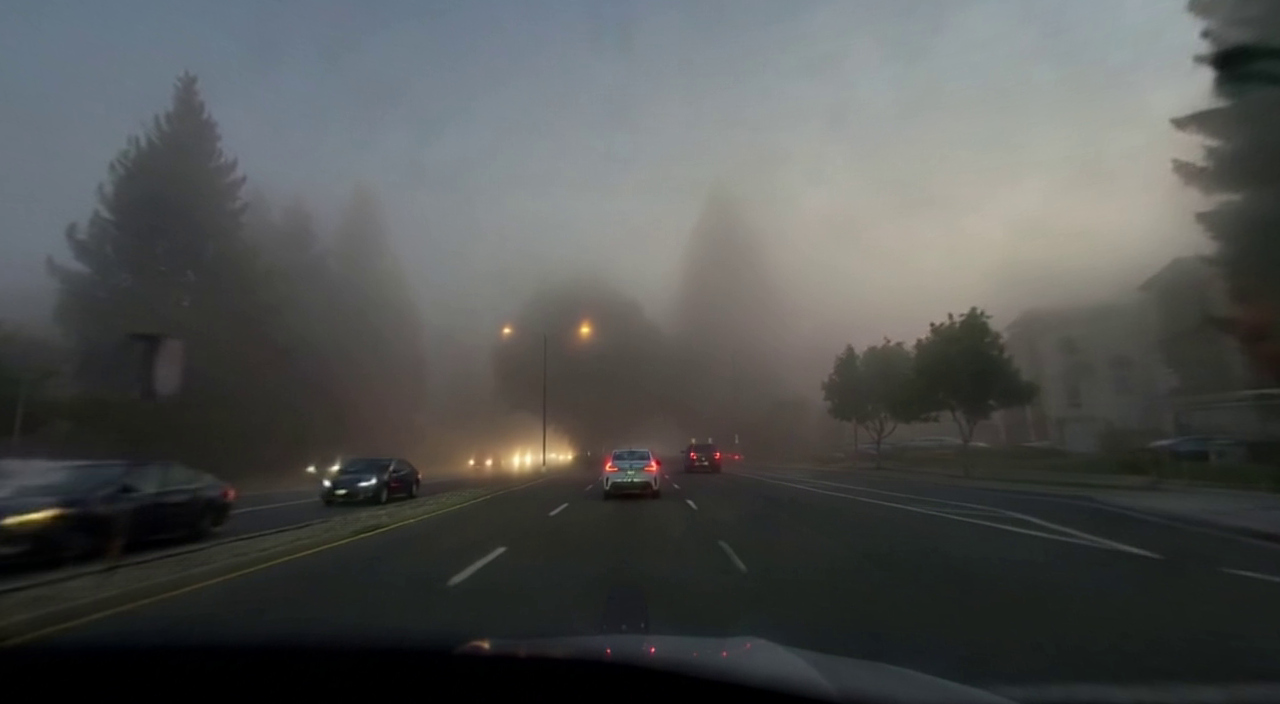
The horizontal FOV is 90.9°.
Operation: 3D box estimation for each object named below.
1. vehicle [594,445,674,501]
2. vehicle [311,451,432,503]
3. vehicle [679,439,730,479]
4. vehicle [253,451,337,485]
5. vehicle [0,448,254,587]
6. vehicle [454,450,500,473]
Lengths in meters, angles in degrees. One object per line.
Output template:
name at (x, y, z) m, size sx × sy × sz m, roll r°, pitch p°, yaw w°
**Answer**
vehicle at (-0.169, 3.555, 18.948) m, size 2.140 × 1.474 × 4.026 m, roll 0°, pitch -8°, yaw 0°
vehicle at (-8.721, 4.068, 20.969) m, size 2.035 × 1.463 × 4.527 m, roll 0°, pitch -8°, yaw 0°
vehicle at (3.149, 5.310, 31.624) m, size 2.073 × 1.822 × 4.276 m, roll 0°, pitch -8°, yaw -1°
vehicle at (-18.652, 6.279, 34.342) m, size 1.906 × 1.655 × 4.691 m, roll 0°, pitch -8°, yaw 1°
vehicle at (-8.269, 2.224, 9.184) m, size 2.121 × 1.513 × 4.832 m, roll -2°, pitch -8°, yaw 2°
vehicle at (-11.471, 7.716, 44.691) m, size 1.917 × 1.488 × 4.611 m, roll 0°, pitch -8°, yaw 1°
